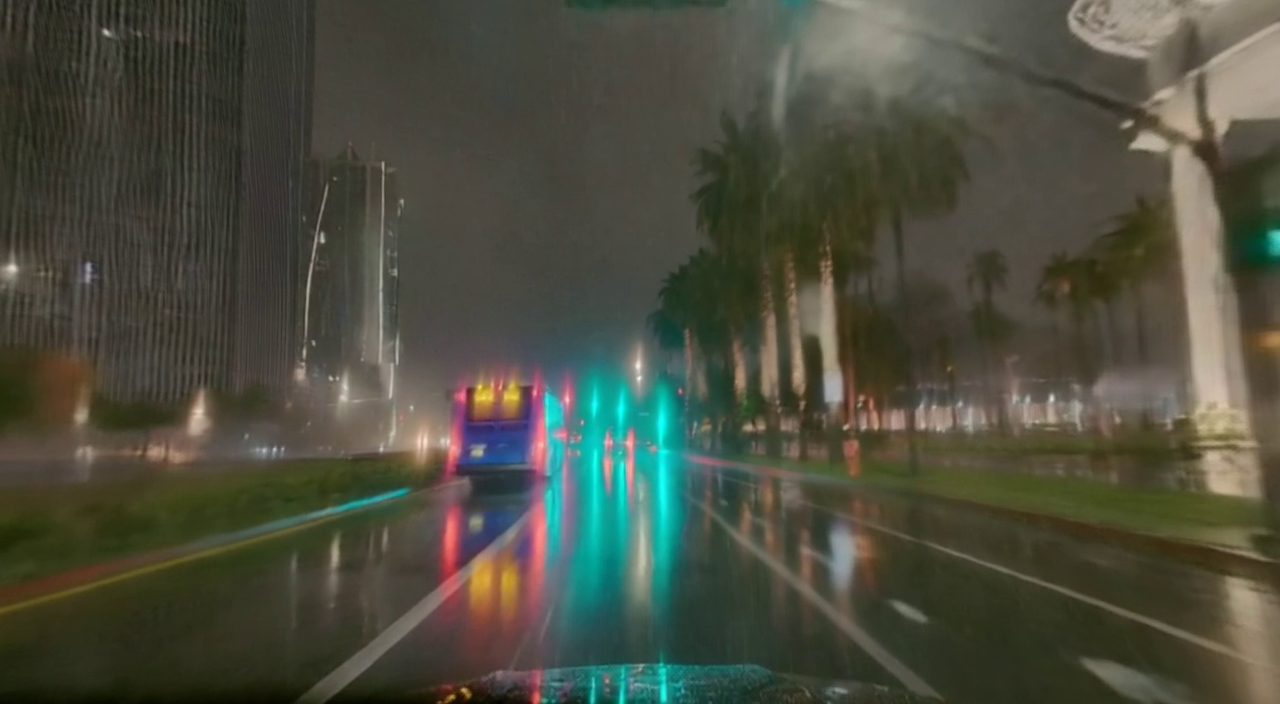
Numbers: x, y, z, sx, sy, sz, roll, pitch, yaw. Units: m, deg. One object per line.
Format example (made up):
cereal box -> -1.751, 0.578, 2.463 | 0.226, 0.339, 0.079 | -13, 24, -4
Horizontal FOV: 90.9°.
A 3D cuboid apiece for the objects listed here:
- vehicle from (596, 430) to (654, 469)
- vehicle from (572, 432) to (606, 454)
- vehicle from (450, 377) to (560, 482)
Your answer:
vehicle -> -0.711, 4.085, 26.528 | 2.107, 1.481, 4.097 | 1, -8, -6
vehicle -> -3.612, 6.434, 44.392 | 1.993, 1.452, 3.873 | 1, -8, -10
vehicle -> -4.449, 2.820, 22.652 | 2.678, 3.042, 8.474 | 0, -8, -4
